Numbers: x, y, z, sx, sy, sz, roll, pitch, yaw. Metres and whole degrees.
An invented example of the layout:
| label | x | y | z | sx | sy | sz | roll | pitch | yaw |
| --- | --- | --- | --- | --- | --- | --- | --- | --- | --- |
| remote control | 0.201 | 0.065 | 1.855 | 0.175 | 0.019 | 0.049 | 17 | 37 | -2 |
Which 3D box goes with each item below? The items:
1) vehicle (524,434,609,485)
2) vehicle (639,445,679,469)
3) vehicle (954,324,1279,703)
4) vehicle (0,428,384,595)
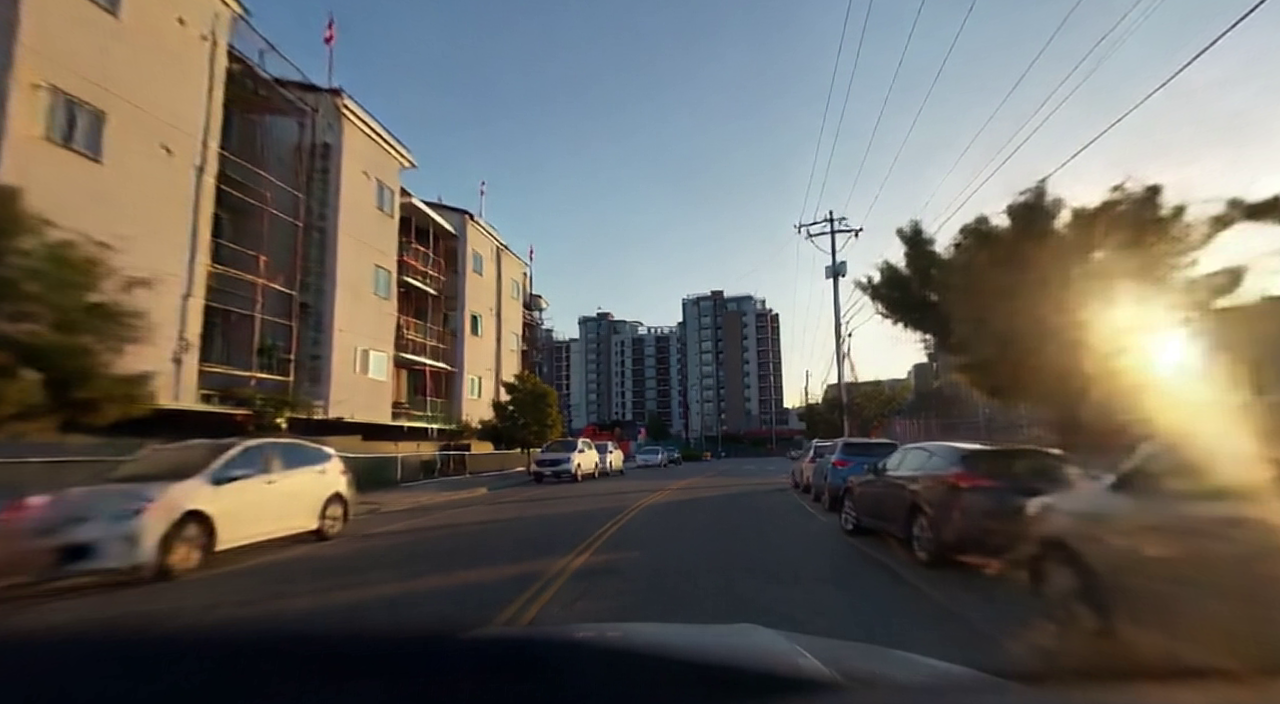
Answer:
| label | x | y | z | sx | sy | sz | roll | pitch | yaw |
| --- | --- | --- | --- | --- | --- | --- | --- | --- | --- |
| vehicle | -2.884 | 4.382 | 25.944 | 1.953 | 1.871 | 4.712 | -2 | -9 | 13 |
| vehicle | 1.414 | 7.529 | 45.449 | 1.998 | 1.633 | 4.673 | -2 | -9 | 12 |
| vehicle | 3.814 | 0.901 | 2.638 | 2.184 | 2.035 | 5.422 | 0 | -9 | 0 |
| vehicle | -5.654 | 1.896 | 8.506 | 1.966 | 1.568 | 4.705 | -1 | -9 | 7 |
